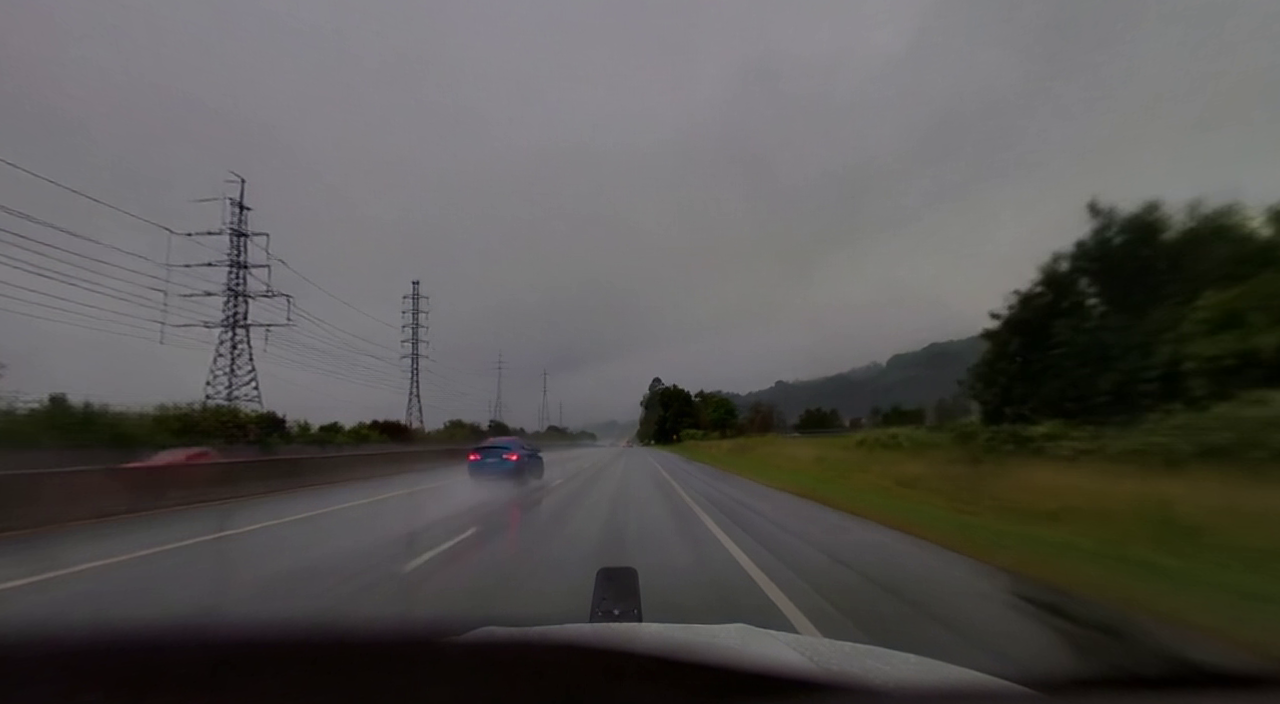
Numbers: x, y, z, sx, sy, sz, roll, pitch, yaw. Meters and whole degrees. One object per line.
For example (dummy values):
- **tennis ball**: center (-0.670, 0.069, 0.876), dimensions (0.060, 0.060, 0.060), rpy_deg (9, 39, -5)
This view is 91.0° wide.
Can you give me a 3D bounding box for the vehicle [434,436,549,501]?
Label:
- **vehicle**: center (-4.058, 3.252, 18.152), dimensions (2.158, 1.604, 4.679), rpy_deg (0, -8, 0)
